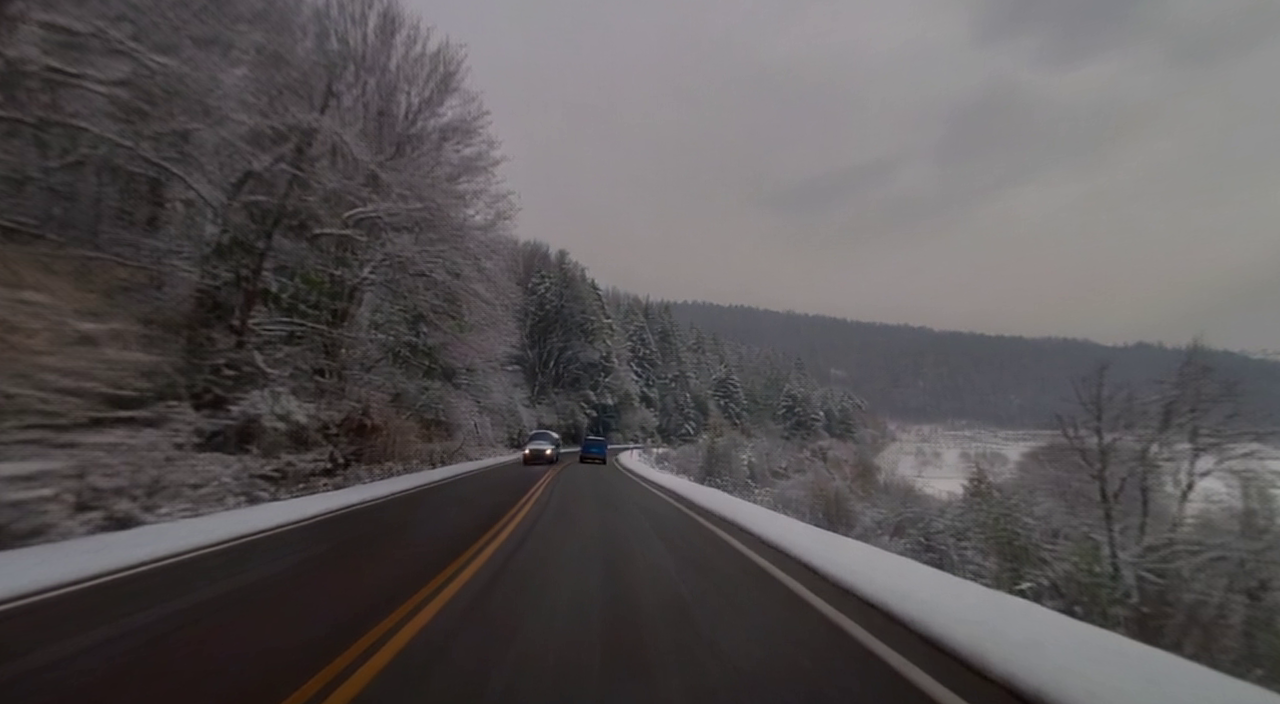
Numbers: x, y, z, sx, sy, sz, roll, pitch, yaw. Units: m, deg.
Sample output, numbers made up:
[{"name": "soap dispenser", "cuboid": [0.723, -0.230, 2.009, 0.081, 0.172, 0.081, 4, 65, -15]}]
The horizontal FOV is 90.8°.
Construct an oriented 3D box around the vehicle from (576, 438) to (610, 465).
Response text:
[{"name": "vehicle", "cuboid": [-3.614, 7.558, 48.067, 2.439, 1.912, 5.605, 1, -9, -6]}]
